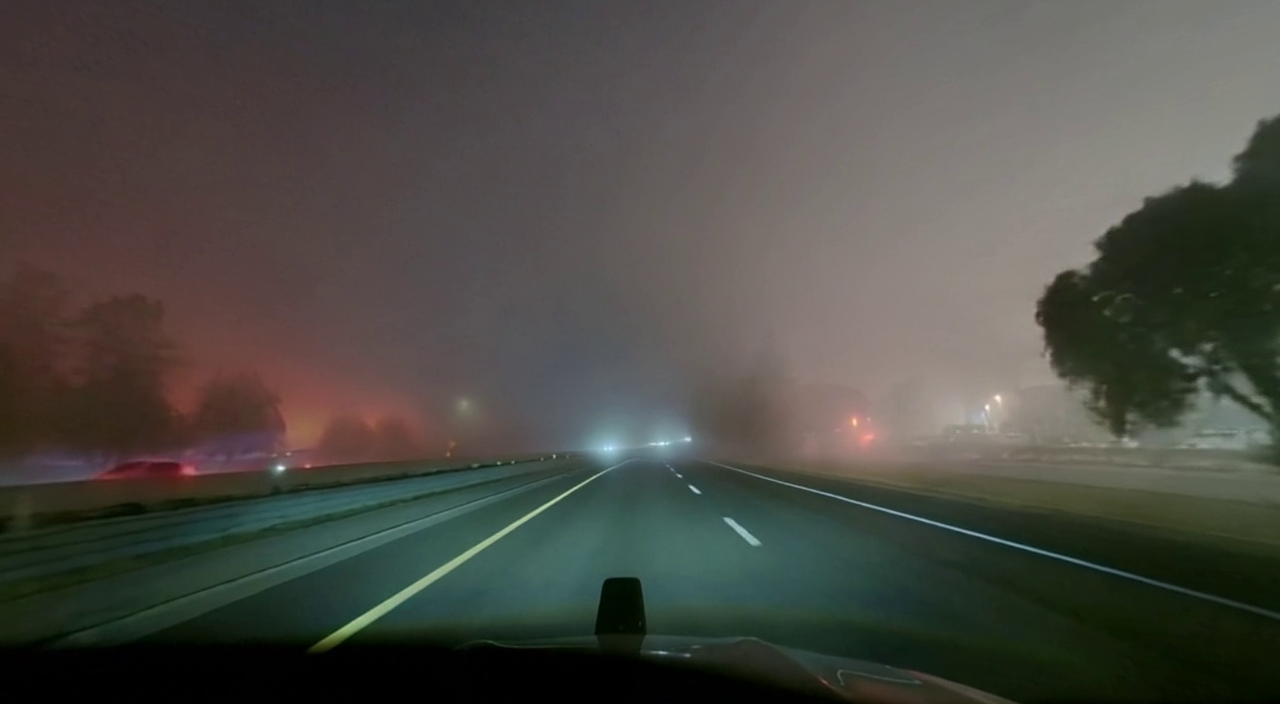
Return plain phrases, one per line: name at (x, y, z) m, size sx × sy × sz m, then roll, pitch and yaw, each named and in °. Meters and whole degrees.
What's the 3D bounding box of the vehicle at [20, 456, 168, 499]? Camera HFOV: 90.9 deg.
vehicle at (-21.731, 4.986, 25.413) m, size 1.864 × 1.460 × 4.509 m, roll -1°, pitch -8°, yaw 2°
